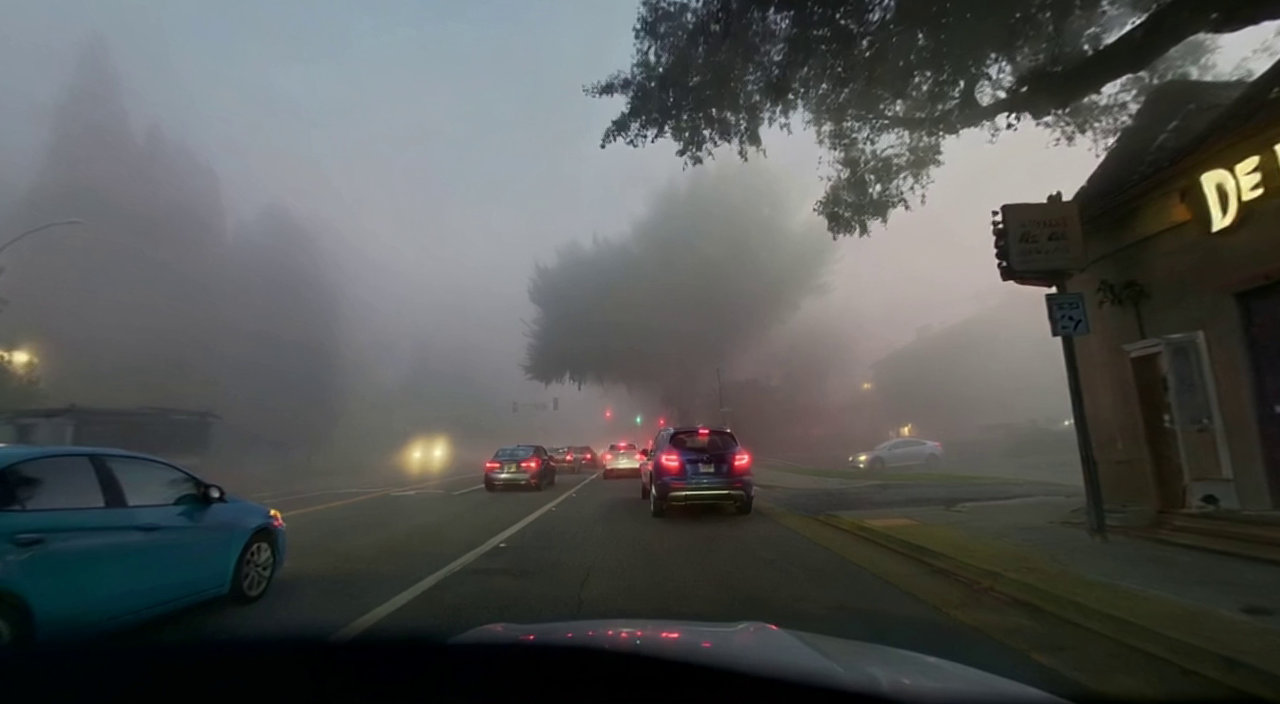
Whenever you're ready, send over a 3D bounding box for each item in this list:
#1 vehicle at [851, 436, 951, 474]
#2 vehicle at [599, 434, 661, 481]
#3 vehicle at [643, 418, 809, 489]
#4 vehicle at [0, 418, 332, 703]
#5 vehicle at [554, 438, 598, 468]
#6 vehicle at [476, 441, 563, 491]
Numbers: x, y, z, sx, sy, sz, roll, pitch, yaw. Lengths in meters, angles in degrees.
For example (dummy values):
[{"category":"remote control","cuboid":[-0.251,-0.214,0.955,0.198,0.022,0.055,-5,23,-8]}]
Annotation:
[{"category":"vehicle","cuboid":[12.326,4.893,29.832,3.871,1.525,1.835,-3,-10,0]},{"category":"vehicle","cuboid":[-0.315,4.084,24.453,2.206,1.666,3.912,0,-8,1]},{"category":"vehicle","cuboid":[2.639,3.117,19.413,4.642,1.955,2.052,-4,-9,23]},{"category":"vehicle","cuboid":[-4.048,1.198,3.930,2.026,1.466,4.282,0,-8,0]},{"category":"vehicle","cuboid":[-3.725,5.983,37.219,2.053,1.652,3.873,0,-9,2]},{"category":"vehicle","cuboid":[-3.825,3.709,20.731,2.042,1.470,4.123,0,-9,0]}]
